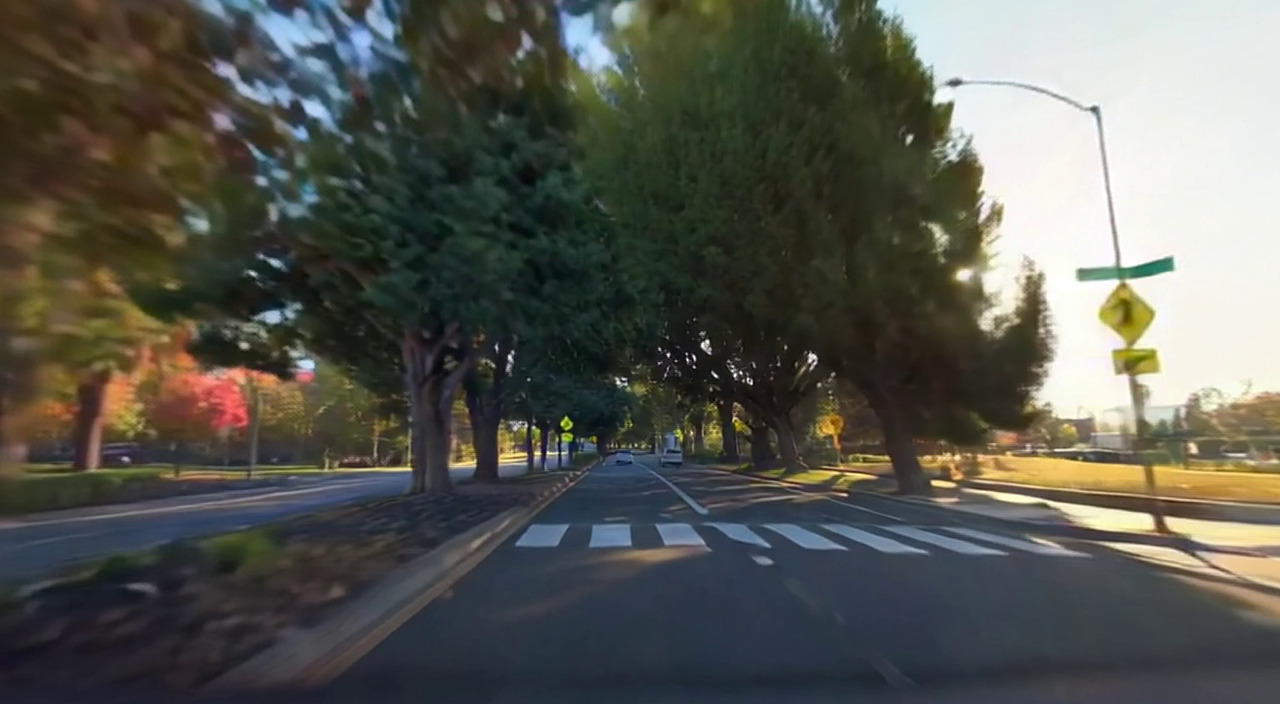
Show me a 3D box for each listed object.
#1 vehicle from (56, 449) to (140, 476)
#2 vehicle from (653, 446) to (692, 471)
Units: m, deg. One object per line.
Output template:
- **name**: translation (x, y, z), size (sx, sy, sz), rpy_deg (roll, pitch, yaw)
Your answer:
- **vehicle**: translation (-38.714, 7.862, 45.204), size (4.112, 1.776, 1.968), rpy_deg (-1, -8, 0)
- **vehicle**: translation (2.027, 6.790, 40.565), size (2.142, 1.501, 4.273), rpy_deg (0, -9, -2)
